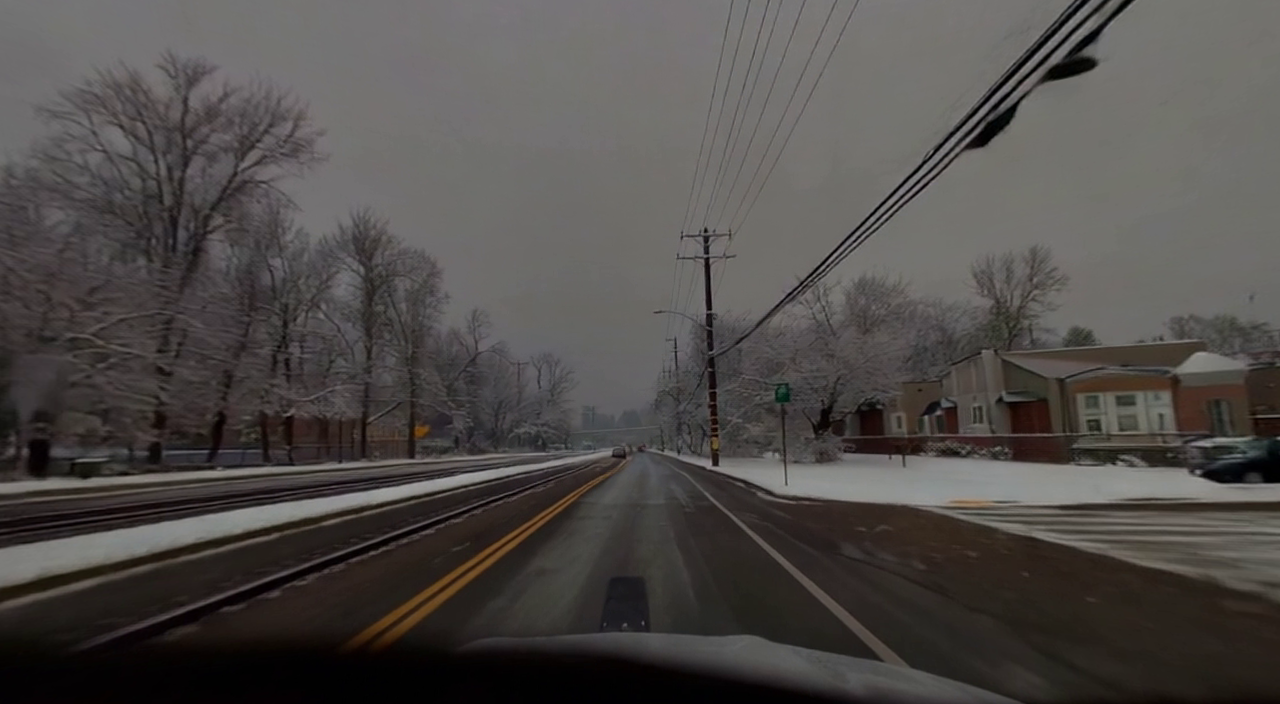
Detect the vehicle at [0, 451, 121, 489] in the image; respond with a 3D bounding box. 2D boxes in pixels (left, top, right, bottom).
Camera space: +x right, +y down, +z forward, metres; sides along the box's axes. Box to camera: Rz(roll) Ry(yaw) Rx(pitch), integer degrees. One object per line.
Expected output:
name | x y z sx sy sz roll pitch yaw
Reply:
vehicle | -25.402 5.085 27.469 1.805 1.461 4.321 0 -9 1
